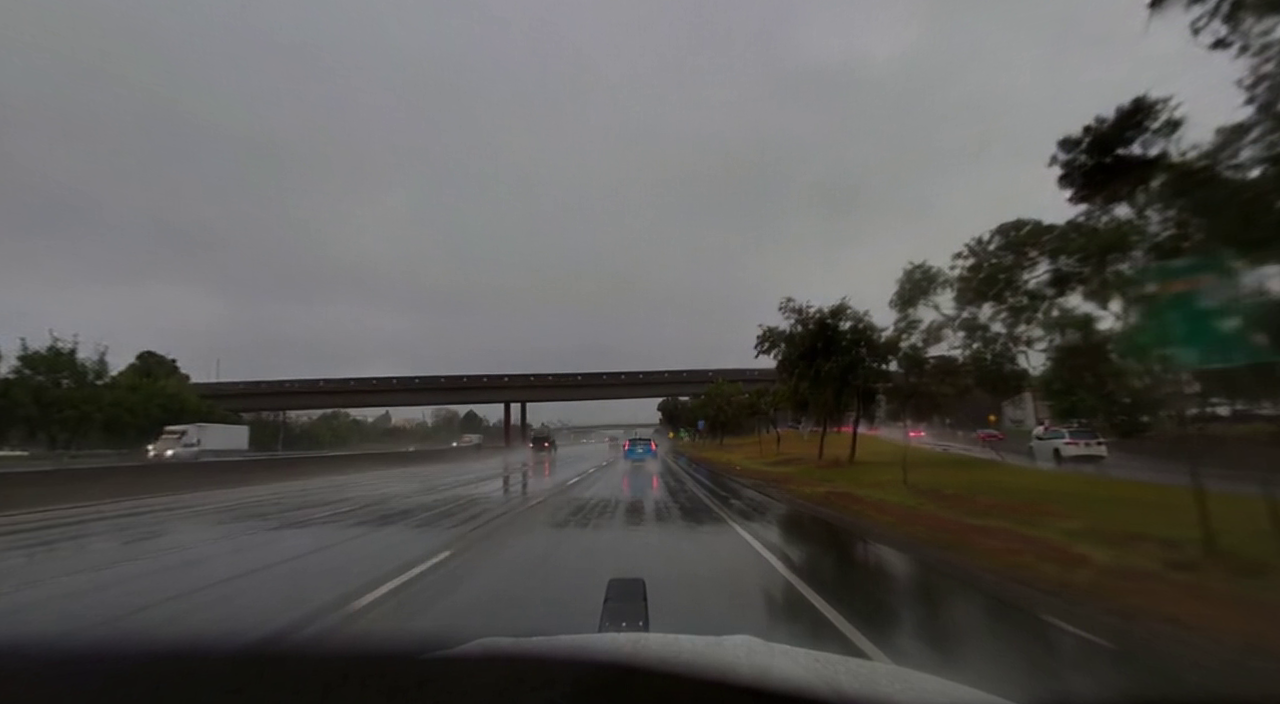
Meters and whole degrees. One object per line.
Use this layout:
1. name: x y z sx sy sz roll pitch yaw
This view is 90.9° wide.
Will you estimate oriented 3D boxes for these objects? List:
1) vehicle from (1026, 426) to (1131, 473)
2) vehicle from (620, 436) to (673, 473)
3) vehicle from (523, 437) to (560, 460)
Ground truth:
1. vehicle: 18.415 4.098 26.788 2.095 1.674 4.530 2 -8 13
2. vehicle: 0.256 4.401 27.311 2.145 1.493 4.146 0 -8 0
3. vehicle: -7.481 7.358 48.196 2.067 1.682 4.388 0 -8 1
